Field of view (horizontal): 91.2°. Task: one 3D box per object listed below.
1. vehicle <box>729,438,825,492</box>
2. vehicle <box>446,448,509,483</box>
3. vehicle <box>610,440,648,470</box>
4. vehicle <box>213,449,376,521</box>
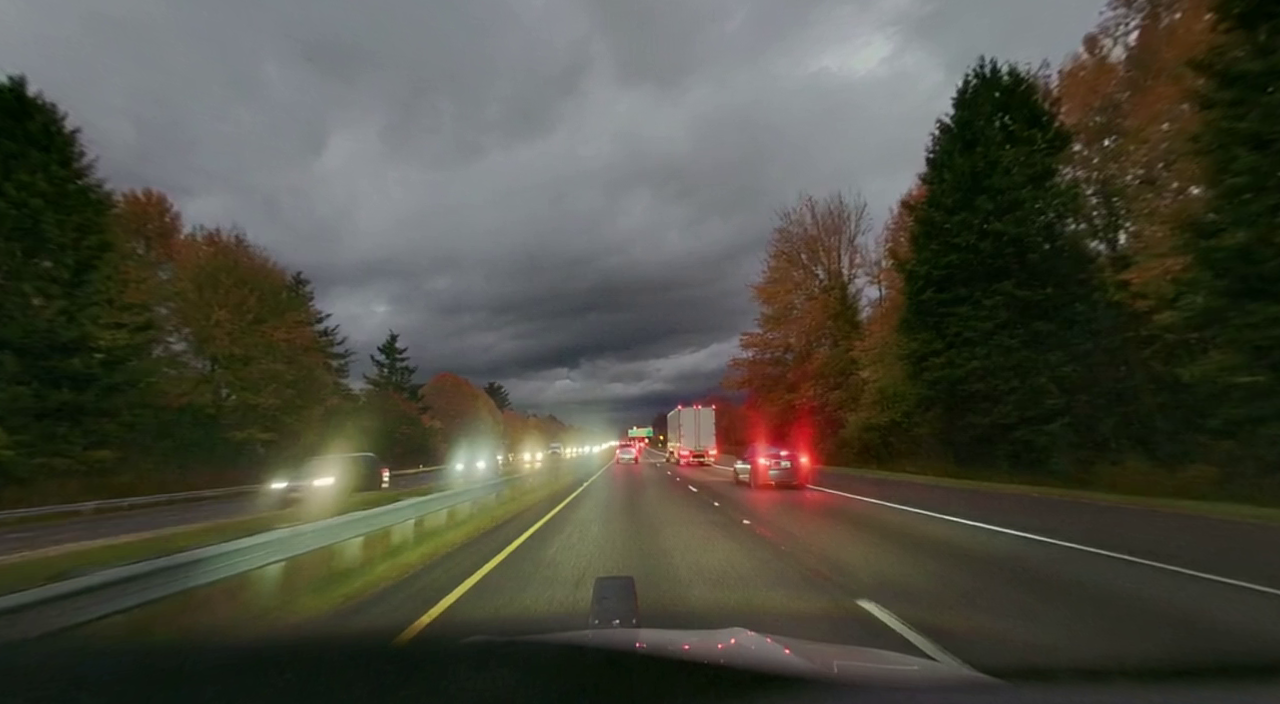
[{"bbox_3d":[4.239,3.579,20.127,1.997,1.504,4.236,0,-9,-2],"label":"vehicle"},{"bbox_3d":[-8.161,5.711,31.806,2.023,1.636,4.274,-1,-9,0],"label":"vehicle"},{"bbox_3d":[-0.679,6.358,38.665,2.168,1.705,4.272,0,-9,-1],"label":"vehicle"},{"bbox_3d":[-9.121,3.490,17.054,1.983,1.658,4.280,-1,-9,0],"label":"vehicle"}]
